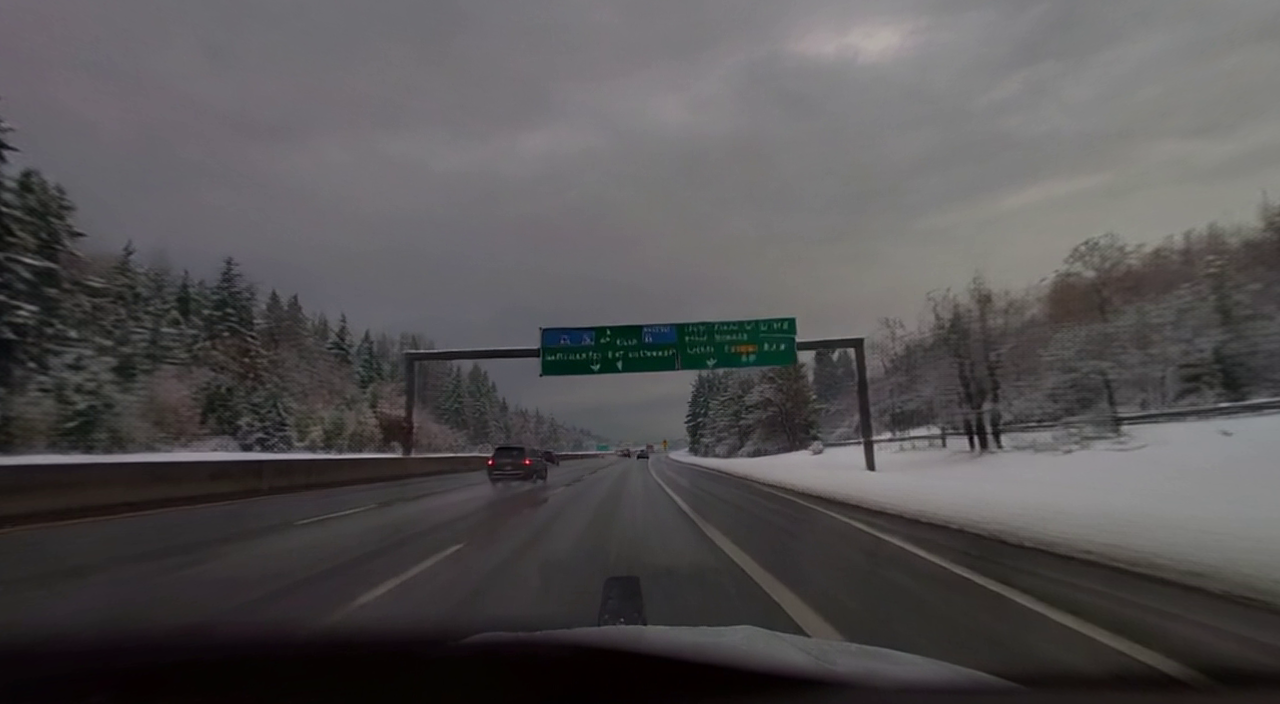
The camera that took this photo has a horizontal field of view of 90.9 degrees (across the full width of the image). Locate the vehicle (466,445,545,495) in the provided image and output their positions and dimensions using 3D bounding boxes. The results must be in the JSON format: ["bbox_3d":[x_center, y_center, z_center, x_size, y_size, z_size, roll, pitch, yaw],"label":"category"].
[{"bbox_3d":[-4.723,4.198,22.771,1.875,1.587,4.687,-1,-9,-1],"label":"vehicle"}]
